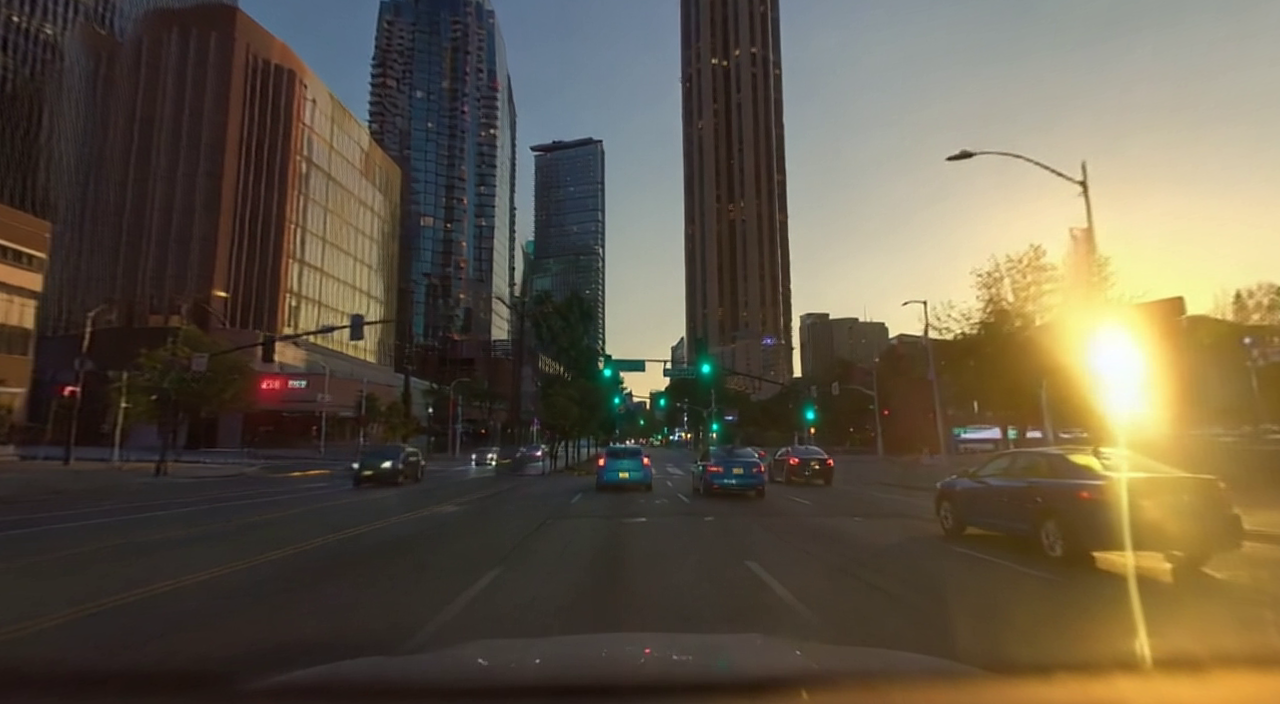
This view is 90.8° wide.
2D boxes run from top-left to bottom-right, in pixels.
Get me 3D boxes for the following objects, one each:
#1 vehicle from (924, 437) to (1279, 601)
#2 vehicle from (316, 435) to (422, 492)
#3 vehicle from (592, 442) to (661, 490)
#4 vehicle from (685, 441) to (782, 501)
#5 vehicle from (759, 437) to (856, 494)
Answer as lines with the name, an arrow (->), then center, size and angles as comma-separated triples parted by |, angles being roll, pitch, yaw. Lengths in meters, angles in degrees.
vehicle -> 5.793, 1.899, 8.211 | 1.914, 1.484, 4.639 | 0, -9, -2
vehicle -> -9.495, 3.925, 22.575 | 1.827, 1.787, 4.474 | 0, -9, -1
vehicle -> -0.440, 3.788, 21.337 | 2.096, 1.457, 4.160 | 0, -9, -1
vehicle -> 2.521, 3.351, 18.190 | 1.987, 1.484, 4.427 | 0, -9, -2
vehicle -> 5.677, 3.897, 22.036 | 2.015, 1.745, 4.444 | 0, -9, -2
